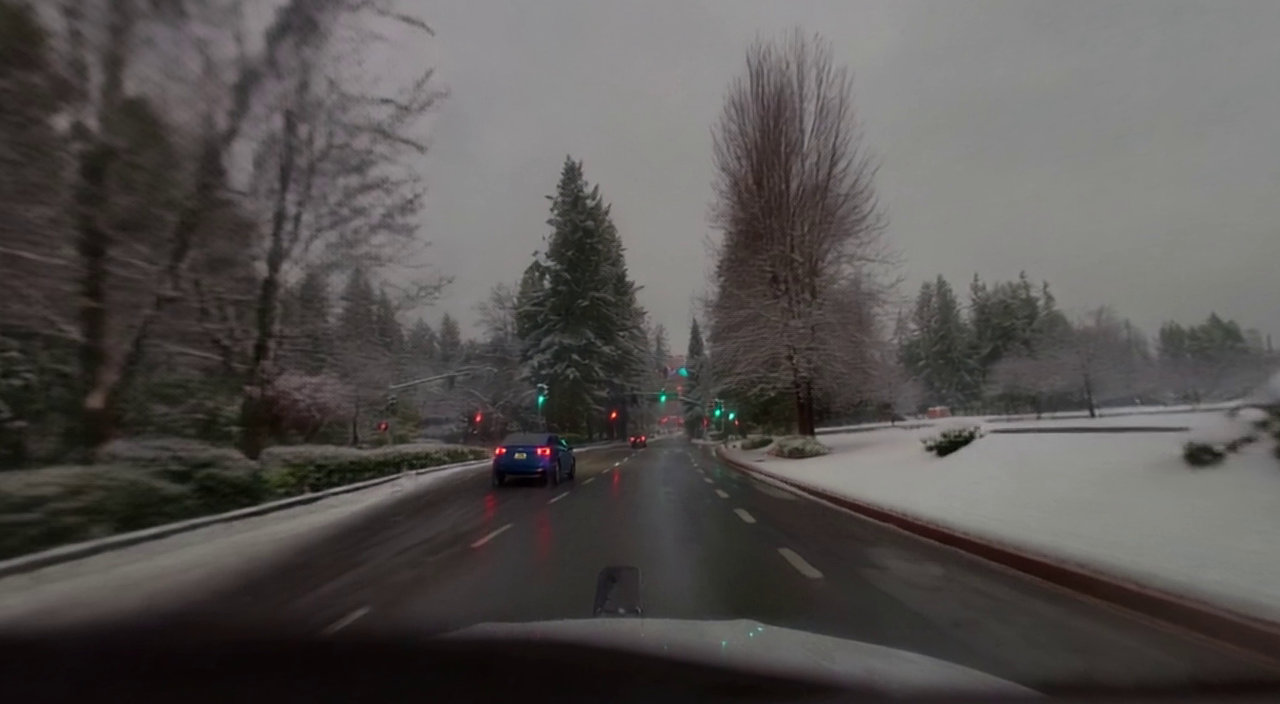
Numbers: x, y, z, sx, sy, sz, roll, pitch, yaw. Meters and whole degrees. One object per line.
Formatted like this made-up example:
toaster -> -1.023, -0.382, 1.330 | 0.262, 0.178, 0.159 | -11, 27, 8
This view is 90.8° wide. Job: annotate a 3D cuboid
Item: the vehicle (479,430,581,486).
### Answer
vehicle -> -3.125, 3.144, 19.086 | 2.038, 1.486, 4.678 | -1, -8, 3
